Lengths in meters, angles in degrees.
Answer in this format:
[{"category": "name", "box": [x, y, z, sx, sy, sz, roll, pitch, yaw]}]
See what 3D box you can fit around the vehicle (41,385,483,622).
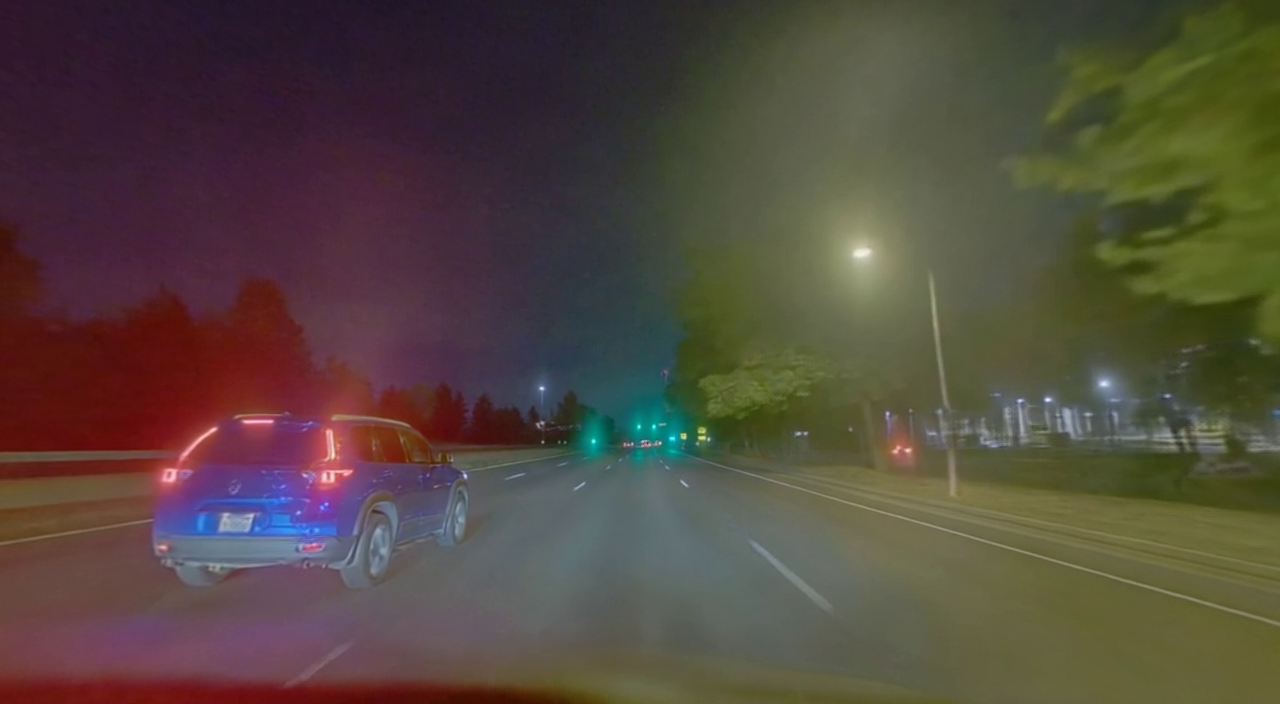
[{"category": "vehicle", "box": [-3.317, 1.430, 6.894, 2.033, 1.713, 4.503, 0, -8, 0]}]
